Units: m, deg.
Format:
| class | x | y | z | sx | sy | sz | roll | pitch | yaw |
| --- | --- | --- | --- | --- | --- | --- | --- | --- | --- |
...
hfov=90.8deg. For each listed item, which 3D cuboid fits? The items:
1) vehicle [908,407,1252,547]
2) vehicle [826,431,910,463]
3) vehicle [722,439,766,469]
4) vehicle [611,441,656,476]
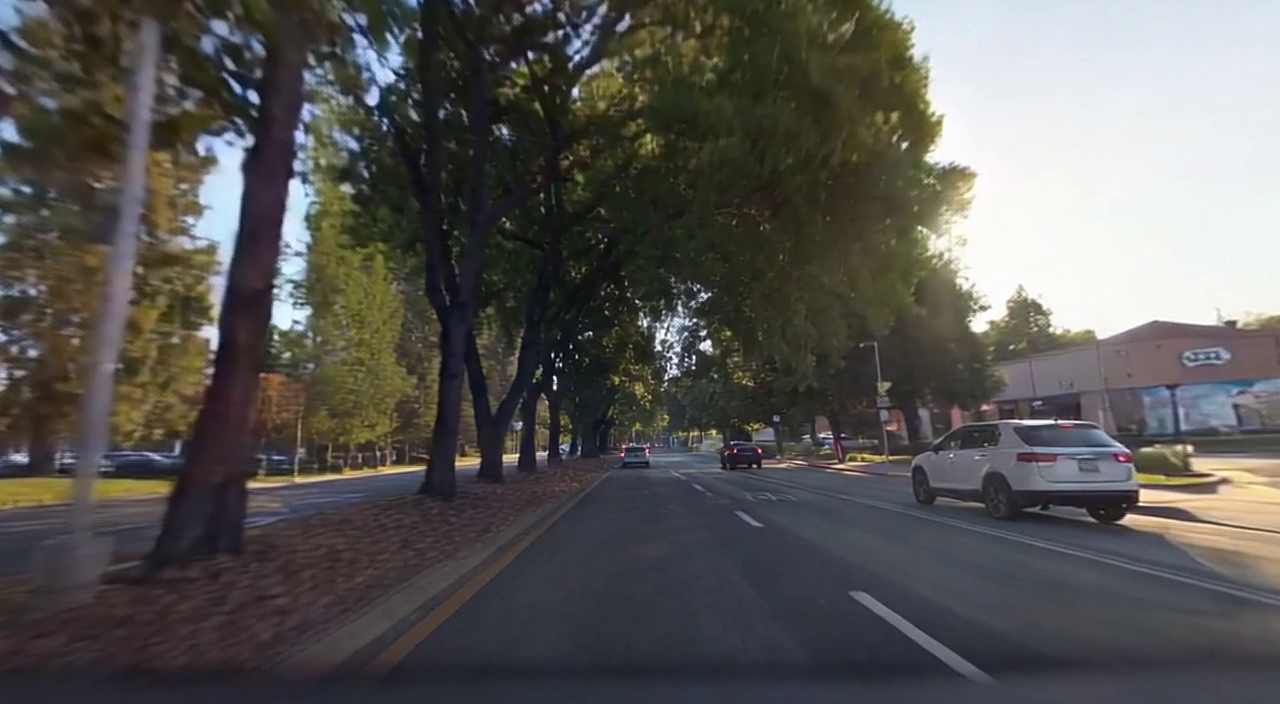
| class | x | y | z | sx | sy | sz | roll | pitch | yaw |
| --- | --- | --- | --- | --- | --- | --- | --- | --- | --- |
| vehicle | 7.308 | 2.152 | 11.641 | 2.240 | 1.923 | 5.678 | 0 | -8 | 0 |
| vehicle | 17.762 | 7.437 | 49.527 | 2.395 | 2.336 | 5.803 | 5 | -10 | -32 |
| vehicle | 6.591 | 6.527 | 40.590 | 1.955 | 1.845 | 4.538 | 0 | -8 | -1 |
| vehicle | -0.325 | 5.113 | 30.515 | 2.037 | 1.568 | 3.693 | 0 | -8 | -1 |
